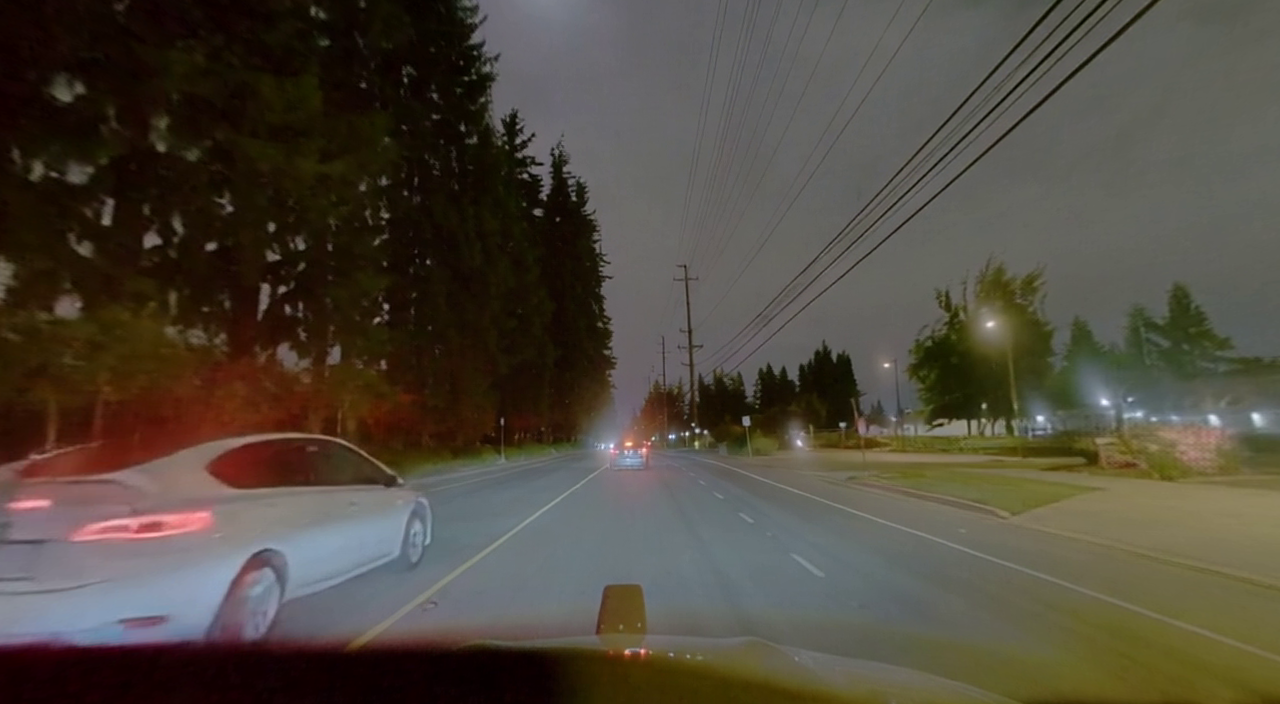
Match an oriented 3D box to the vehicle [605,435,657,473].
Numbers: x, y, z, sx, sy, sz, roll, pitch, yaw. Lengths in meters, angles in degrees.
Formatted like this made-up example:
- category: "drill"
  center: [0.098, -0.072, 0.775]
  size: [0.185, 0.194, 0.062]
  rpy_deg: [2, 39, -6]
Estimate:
- category: "vehicle"
  center: [-0.357, 4.245, 26.357]
  size: [1.991, 1.463, 3.988]
  rpy_deg: [0, -9, 0]
